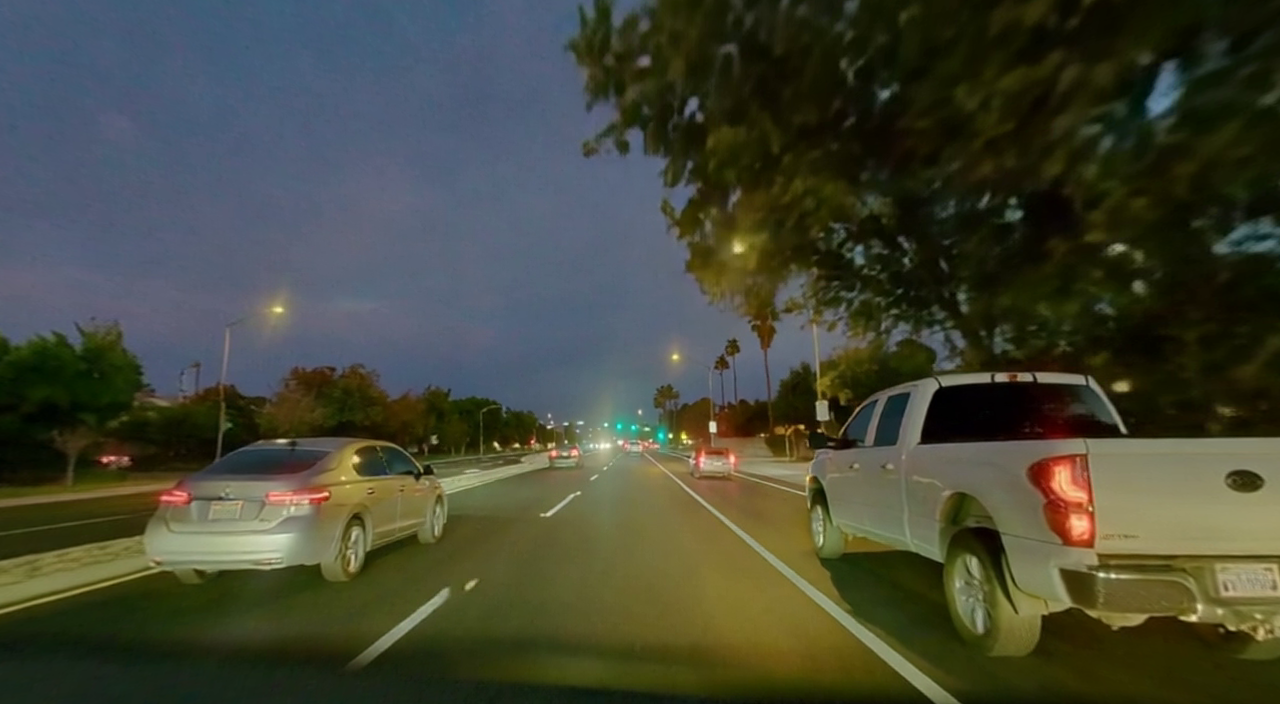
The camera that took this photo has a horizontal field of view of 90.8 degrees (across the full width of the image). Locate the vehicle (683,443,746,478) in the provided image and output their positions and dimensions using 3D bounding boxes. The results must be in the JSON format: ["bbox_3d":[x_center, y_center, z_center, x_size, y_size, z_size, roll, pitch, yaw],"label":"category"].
[{"bbox_3d":[3.258,4.874,28.736,2.149,1.421,4.805,0,-8,-2],"label":"vehicle"}]

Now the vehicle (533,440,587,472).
[{"bbox_3d":[-4.116,5.453,33.425,2.263,1.548,4.555,0,-8,0],"label":"vehicle"}]

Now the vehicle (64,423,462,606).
[{"bbox_3d":[-3.759,1.673,7.485,2.094,1.509,4.286,0,-8,-1],"label":"vehicle"}]

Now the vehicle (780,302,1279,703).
[{"bbox_3d":[3.250,1.178,5.883,2.478,2.030,5.723,0,-8,-1],"label":"vehicle"}]
